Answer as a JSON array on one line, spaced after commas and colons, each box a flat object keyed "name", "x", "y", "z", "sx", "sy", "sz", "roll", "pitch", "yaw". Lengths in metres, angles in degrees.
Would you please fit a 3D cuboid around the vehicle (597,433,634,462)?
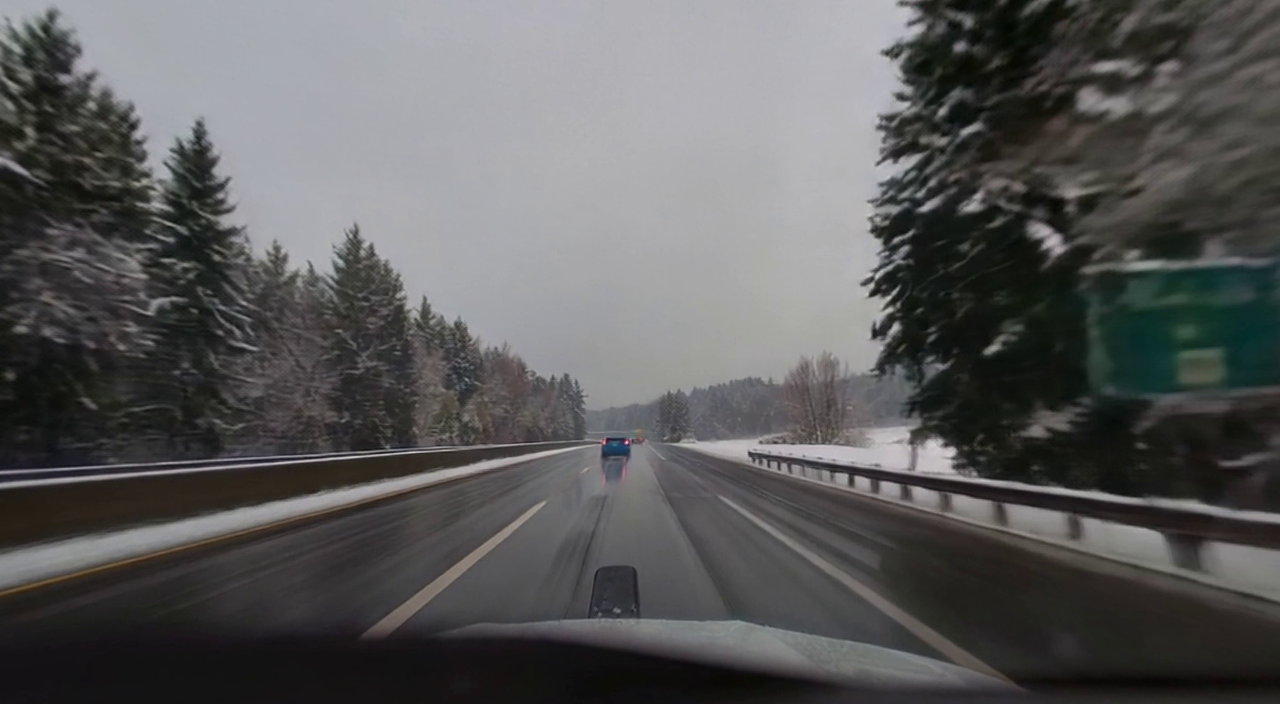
[{"name": "vehicle", "x": -1.409, "y": 5.816, "z": 38.555, "sx": 2.094, "sy": 1.653, "sz": 4.283, "roll": 0, "pitch": -8, "yaw": 0}]
